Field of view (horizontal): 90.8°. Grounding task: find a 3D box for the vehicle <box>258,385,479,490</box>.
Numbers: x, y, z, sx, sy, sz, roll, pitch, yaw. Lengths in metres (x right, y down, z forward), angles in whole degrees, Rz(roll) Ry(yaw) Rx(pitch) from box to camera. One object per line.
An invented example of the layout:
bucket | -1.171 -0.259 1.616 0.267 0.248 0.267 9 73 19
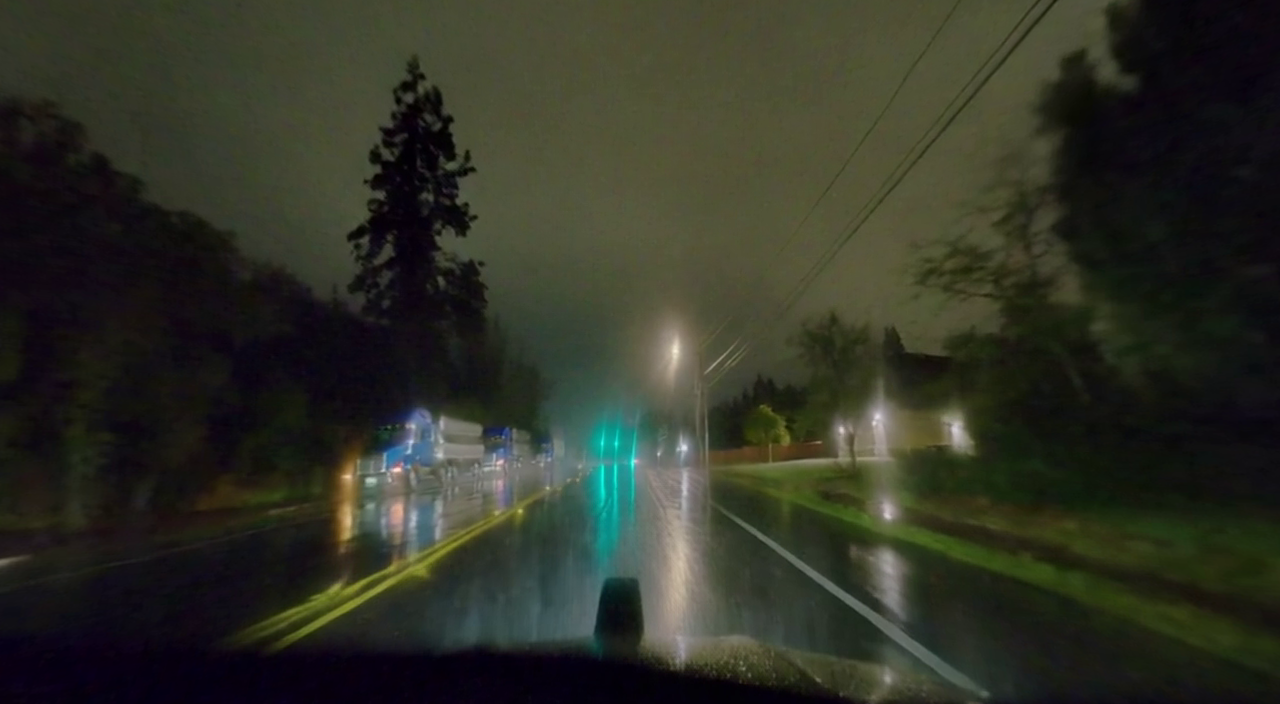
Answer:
vehicle | -10.701 3.956 26.776 5.596 3.130 8.972 -4 -13 -2

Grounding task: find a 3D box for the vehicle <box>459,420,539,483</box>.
vehicle | -8.431 6.016 39.251 2.788 3.365 9.652 0 -7 0
